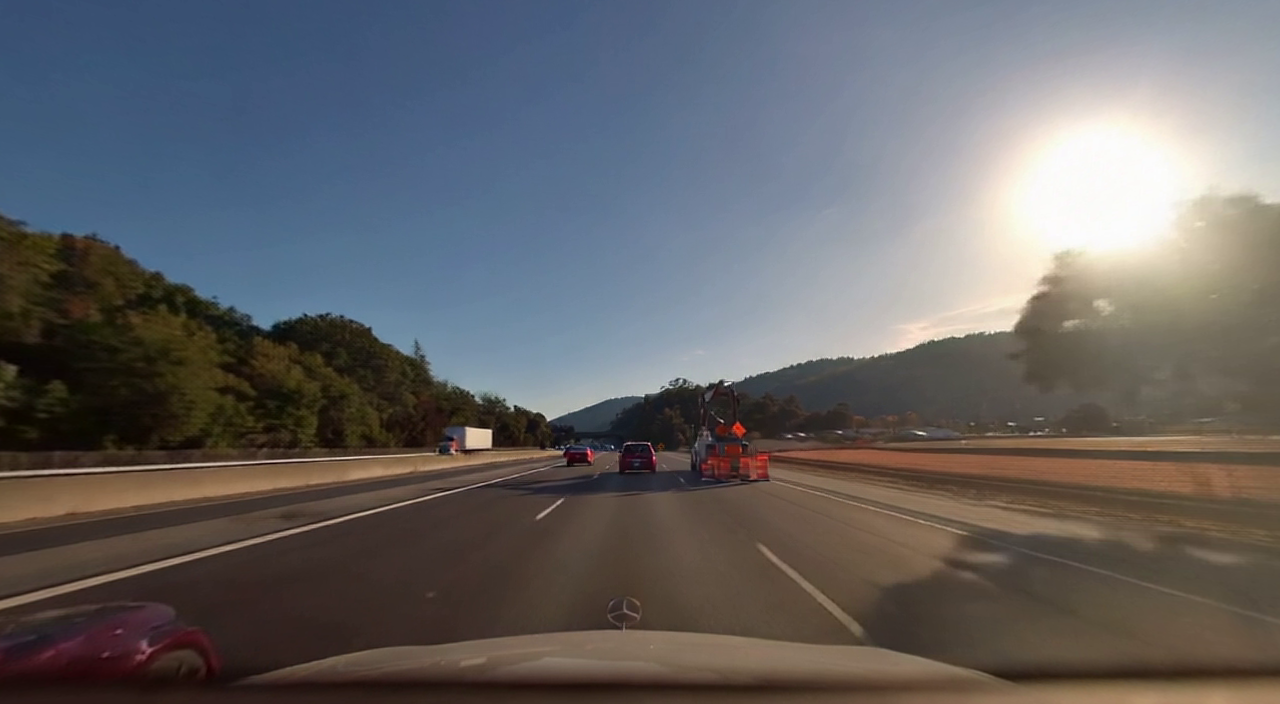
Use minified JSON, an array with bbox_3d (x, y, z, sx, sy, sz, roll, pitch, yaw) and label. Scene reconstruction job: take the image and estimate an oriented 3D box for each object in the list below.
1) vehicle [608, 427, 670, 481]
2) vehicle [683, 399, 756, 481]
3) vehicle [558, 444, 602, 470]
[{"bbox_3d":[-0.008,4.148,25.824,2.308,1.993,4.631,0,-8,1],"label":"vehicle"},{"bbox_3d":[4.041,4.796,34.225,2.793,3.828,9.580,0,-8,1],"label":"vehicle"},{"bbox_3d":[-3.455,6.167,37.329,2.096,1.469,4.319,0,-8,1],"label":"vehicle"}]
